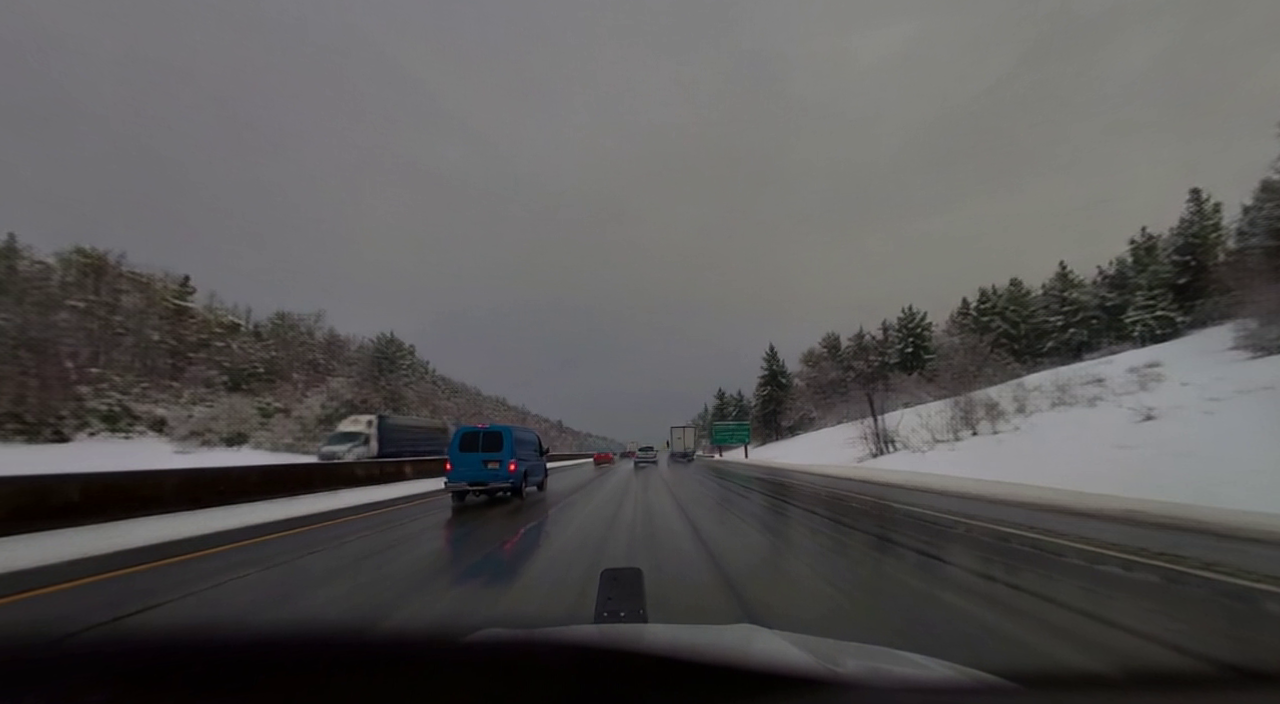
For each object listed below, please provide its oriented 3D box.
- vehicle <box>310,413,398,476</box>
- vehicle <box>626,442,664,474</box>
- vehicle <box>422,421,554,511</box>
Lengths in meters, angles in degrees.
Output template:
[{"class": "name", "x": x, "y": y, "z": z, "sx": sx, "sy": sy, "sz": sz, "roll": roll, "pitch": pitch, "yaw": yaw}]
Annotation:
[{"class": "vehicle", "x": -19.429, "y": 6.356, "z": 43.270, "sx": 2.987, "sy": 3.970, "sz": 5.945, "roll": -1, "pitch": -9, "yaw": 2}, {"class": "vehicle", "x": 0.308, "y": 6.410, "z": 38.265, "sx": 2.209, "sy": 1.825, "sz": 4.036, "roll": 0, "pitch": -9, "yaw": 1}, {"class": "vehicle", "x": -3.763, "y": 2.943, "z": 16.708, "sx": 2.167, "sy": 1.991, "sz": 5.062, "roll": 0, "pitch": -9, "yaw": 1}]
